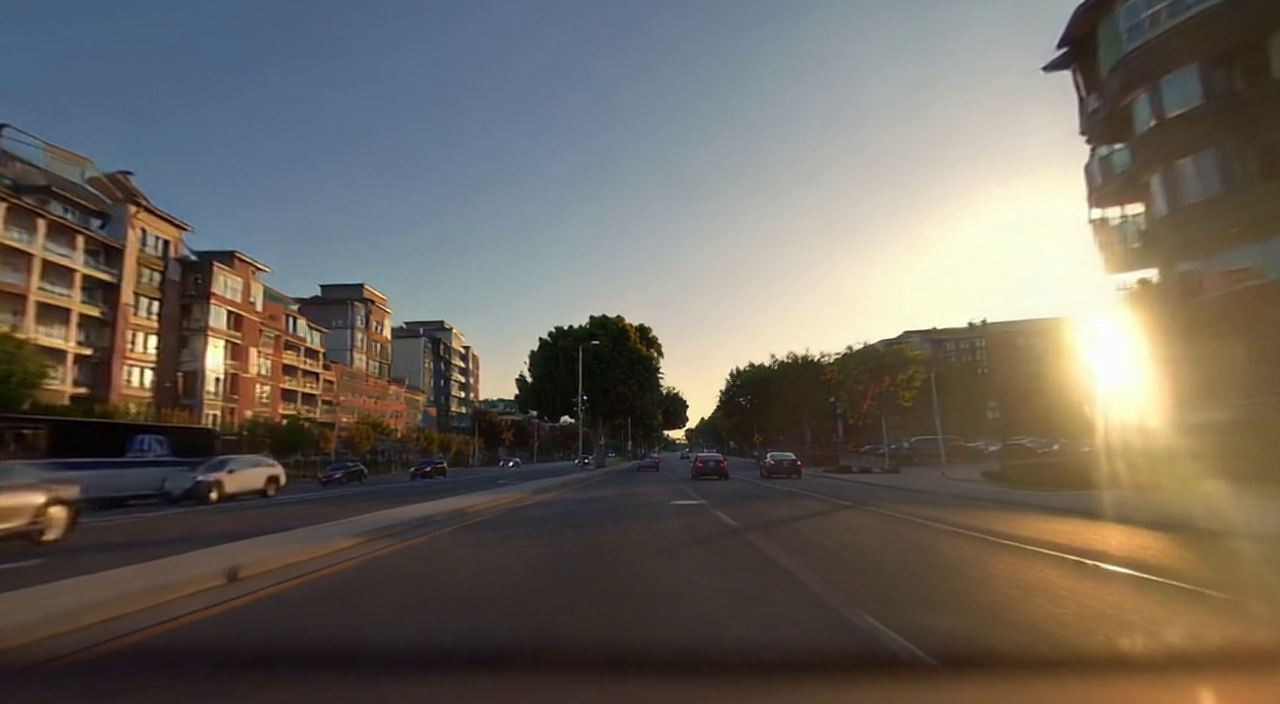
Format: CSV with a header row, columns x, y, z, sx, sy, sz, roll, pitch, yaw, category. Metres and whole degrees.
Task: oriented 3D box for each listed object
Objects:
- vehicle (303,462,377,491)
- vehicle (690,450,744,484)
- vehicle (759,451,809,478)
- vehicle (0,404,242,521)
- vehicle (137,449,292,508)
x,y,z,sx,sy,sz,roll,pitch,yaw,category
-17.403,7.229,36.906,1.804,1.421,4.659,-1,-9,3,vehicle
3.664,5.541,30.774,2.020,1.479,4.650,0,-9,0,vehicle
8.227,6.455,36.489,1.932,1.439,4.159,0,-9,0,vehicle
-18.244,3.730,21.978,2.785,3.210,8.792,-1,-9,2,vehicle
-14.611,4.327,22.119,2.024,1.798,4.588,-1,-9,3,vehicle
